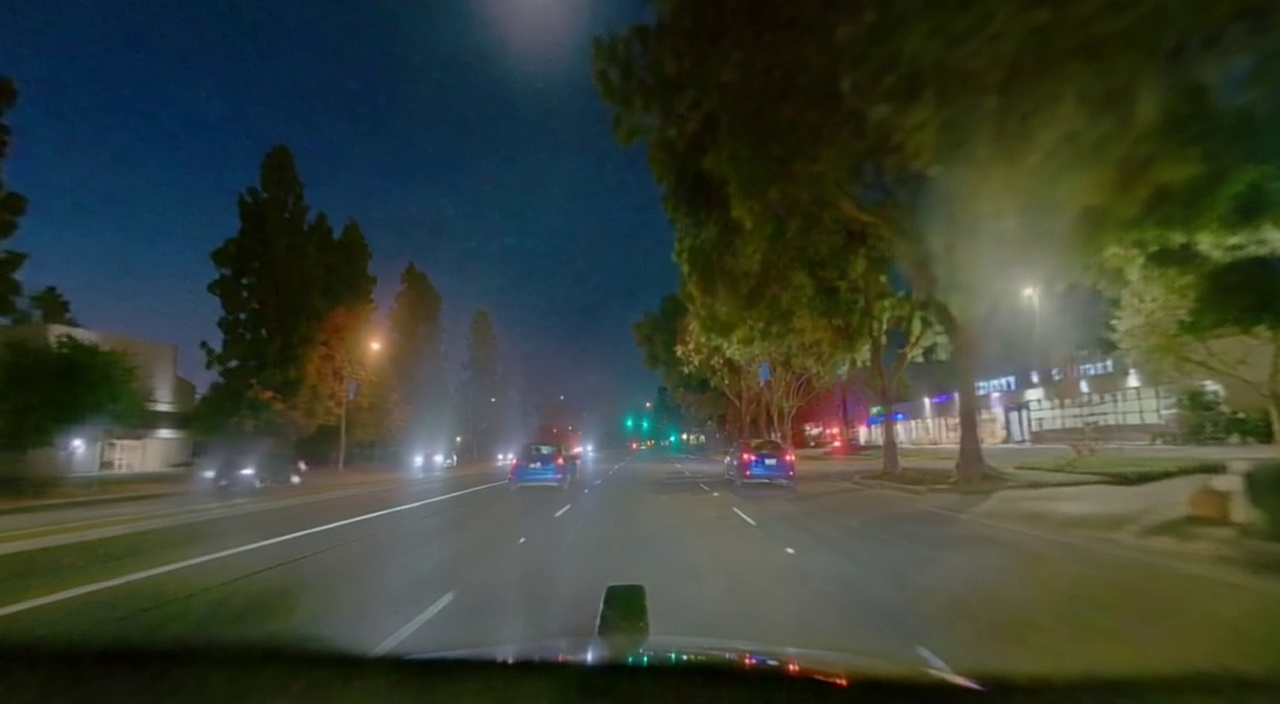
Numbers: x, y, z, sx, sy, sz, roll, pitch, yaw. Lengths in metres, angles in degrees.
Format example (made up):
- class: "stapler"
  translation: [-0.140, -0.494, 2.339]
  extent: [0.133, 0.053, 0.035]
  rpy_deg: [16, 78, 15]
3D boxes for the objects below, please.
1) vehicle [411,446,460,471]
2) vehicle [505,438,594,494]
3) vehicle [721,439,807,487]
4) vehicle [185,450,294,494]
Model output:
- class: "vehicle"
  translation: [-15.090, 7.867, 46.743]
  extent: [2.052, 1.729, 4.598]
  rpy_deg: [0, -8, 0]
- class: "vehicle"
  translation: [-2.658, 3.461, 19.528]
  extent: [2.001, 1.504, 4.212]
  rpy_deg: [-1, -8, 2]
- class: "vehicle"
  translation: [4.126, 3.771, 21.740]
  extent: [1.977, 1.474, 4.399]
  rpy_deg: [0, -8, -1]
- class: "vehicle"
  translation: [-15.910, 4.761, 25.303]
  extent: [1.778, 1.549, 3.914]
  rpy_deg: [0, -8, 1]
